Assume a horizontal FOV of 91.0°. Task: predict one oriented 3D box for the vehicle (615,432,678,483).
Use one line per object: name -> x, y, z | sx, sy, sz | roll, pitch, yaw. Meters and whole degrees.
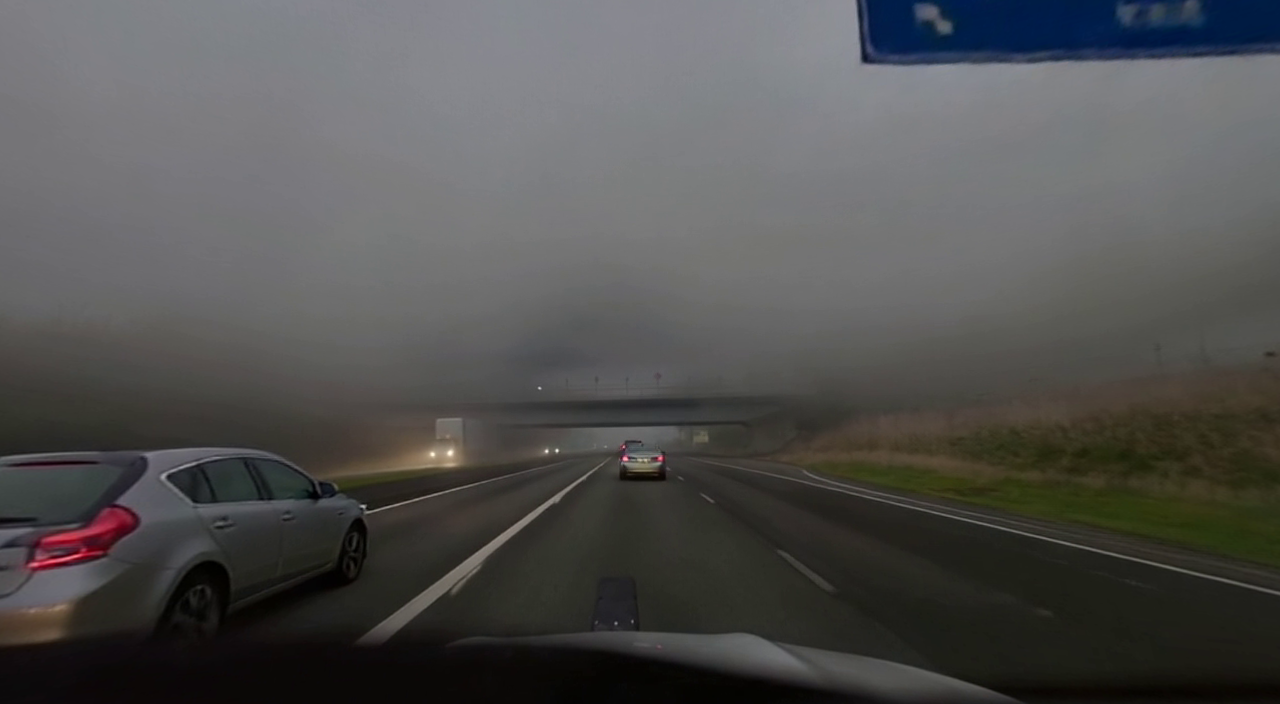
vehicle -> 0.136, 3.767, 22.831 | 2.092, 1.636, 4.024 | 0, -8, -2
